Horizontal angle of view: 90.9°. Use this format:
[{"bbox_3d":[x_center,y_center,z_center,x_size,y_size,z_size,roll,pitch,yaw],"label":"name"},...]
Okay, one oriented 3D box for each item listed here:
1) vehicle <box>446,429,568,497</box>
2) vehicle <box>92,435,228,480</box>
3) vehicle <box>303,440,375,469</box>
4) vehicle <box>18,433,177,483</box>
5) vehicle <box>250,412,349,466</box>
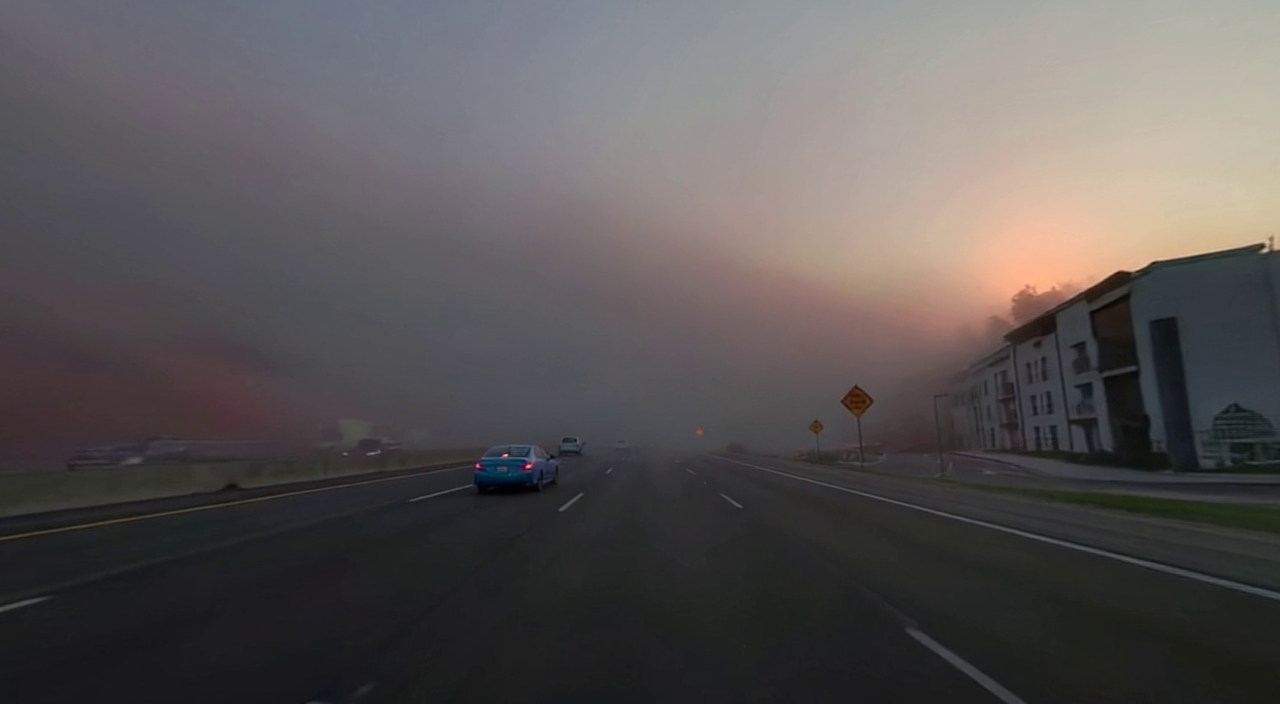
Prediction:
[{"bbox_3d":[-3.373,2.942,17.154,2.144,1.565,4.951,0,-8,1],"label":"vehicle"},{"bbox_3d":[-20.382,4.483,27.129,2.045,1.748,4.757,0,-8,1],"label":"vehicle"},{"bbox_3d":[-16.751,5.708,35.341,1.857,1.481,4.317,0,-8,1],"label":"vehicle"},{"bbox_3d":[-24.074,4.725,28.391,2.198,2.010,5.484,0,-8,1],"label":"vehicle"},{"bbox_3d":[-24.324,6.333,45.610,2.786,3.517,7.464,0,-8,1],"label":"vehicle"}]
